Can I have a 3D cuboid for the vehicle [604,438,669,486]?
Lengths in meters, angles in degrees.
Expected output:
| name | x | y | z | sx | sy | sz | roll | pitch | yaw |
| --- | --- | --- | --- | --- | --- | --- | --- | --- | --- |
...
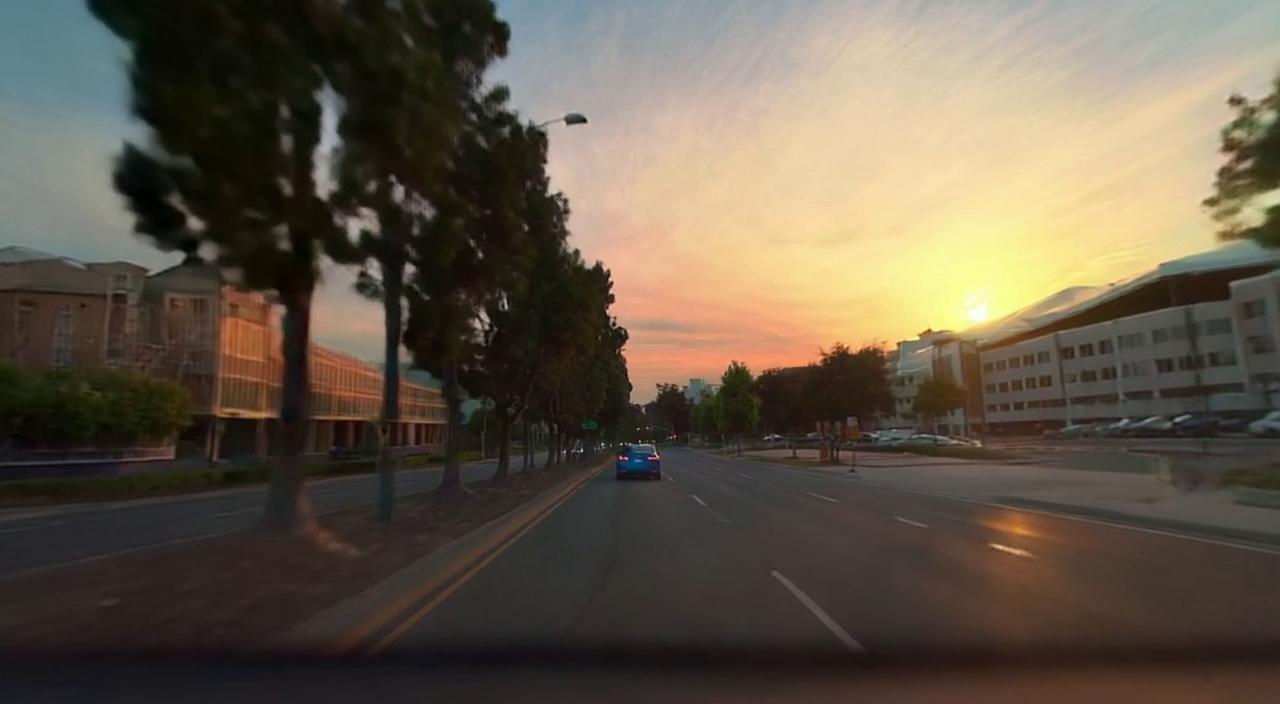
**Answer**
| name | x | y | z | sx | sy | sz | roll | pitch | yaw |
| --- | --- | --- | --- | --- | --- | --- | --- | --- | --- |
| vehicle | -0.127 | 3.807 | 22.246 | 2.042 | 1.479 | 4.601 | 0 | -8 | 0 |
